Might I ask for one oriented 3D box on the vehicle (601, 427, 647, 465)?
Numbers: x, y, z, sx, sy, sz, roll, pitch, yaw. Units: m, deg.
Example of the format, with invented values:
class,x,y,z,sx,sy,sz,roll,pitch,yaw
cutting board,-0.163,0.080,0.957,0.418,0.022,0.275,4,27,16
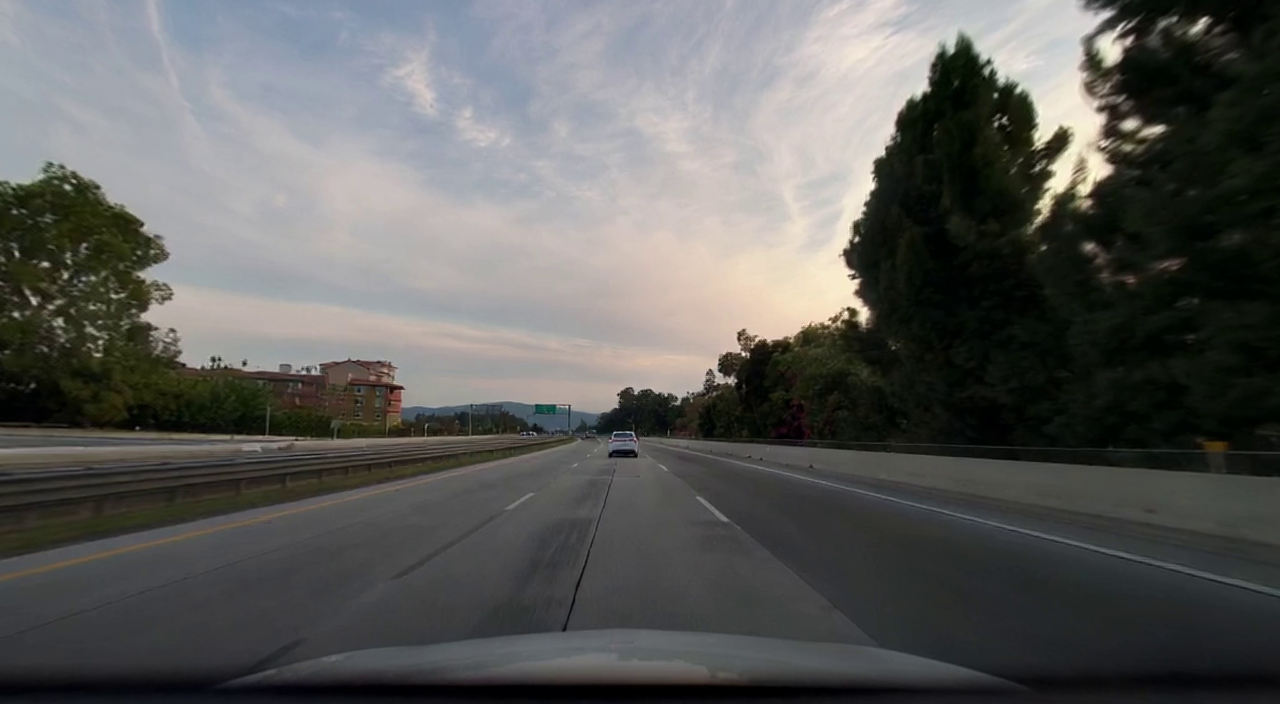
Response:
class,x,y,z,sx,sy,sz,roll,pitch,yaw
vehicle,-0.804,4.416,29.710,2.020,1.633,3.942,0,-8,-3
